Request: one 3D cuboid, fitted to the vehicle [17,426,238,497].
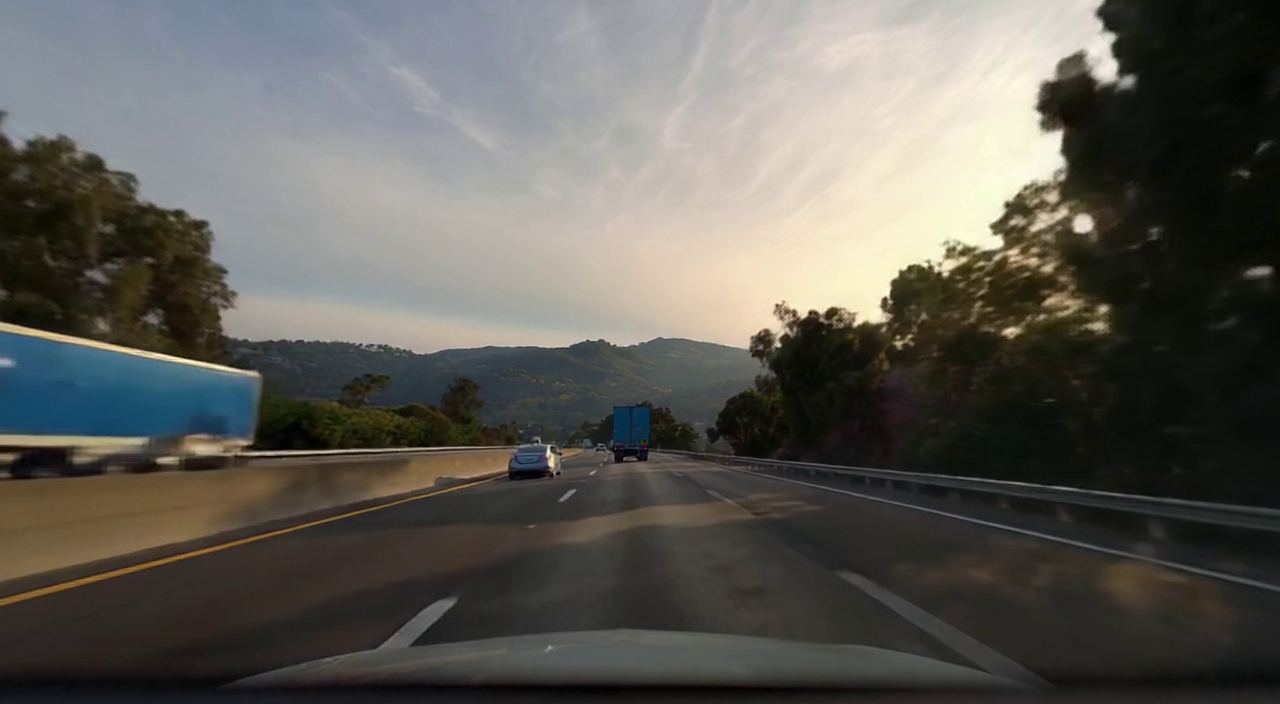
[{"bbox_3d":[-13.010,2.805,16.415,2.004,1.564,4.488,0,-9,-1],"label":"vehicle"}]

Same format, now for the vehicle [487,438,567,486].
[{"bbox_3d":[-3.978,3.962,22.862,2.057,1.519,4.372,-1,-9,1],"label":"vehicle"}]

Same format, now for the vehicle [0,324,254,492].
[{"bbox_3d":[-17.312,1.891,18.685,2.937,4.088,14.102,0,-9,-1],"label":"vehicle"}]
